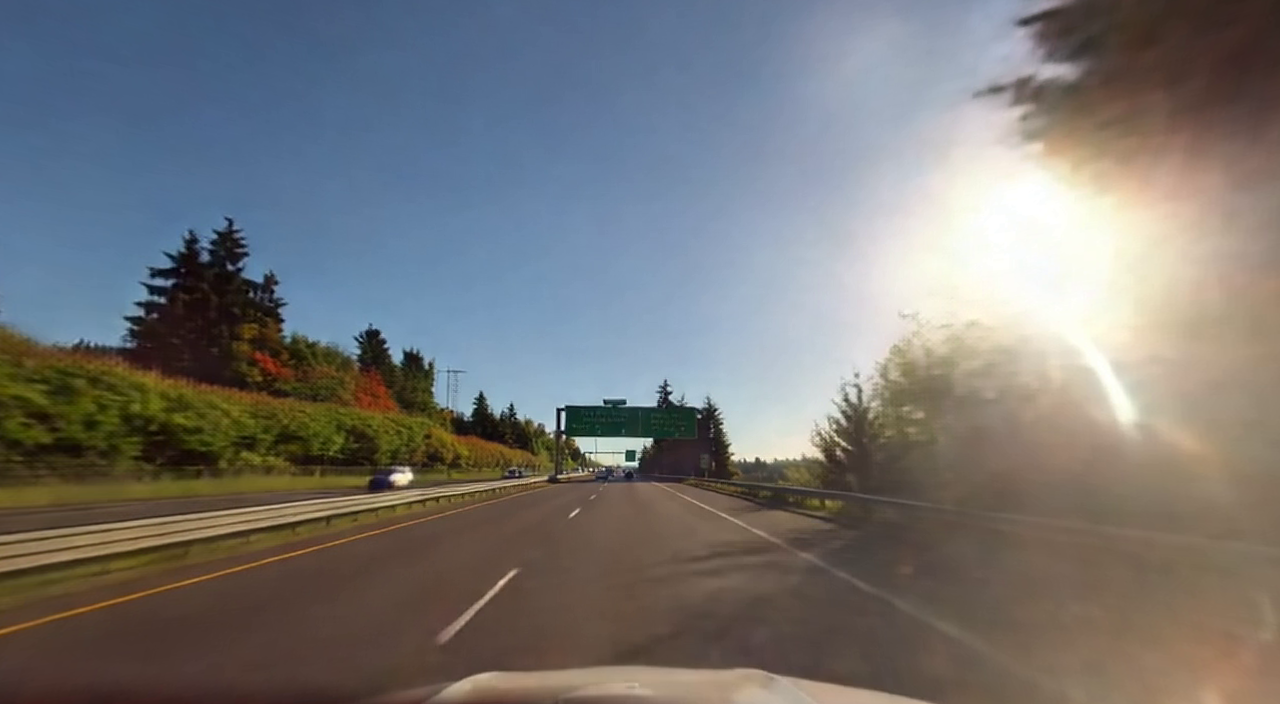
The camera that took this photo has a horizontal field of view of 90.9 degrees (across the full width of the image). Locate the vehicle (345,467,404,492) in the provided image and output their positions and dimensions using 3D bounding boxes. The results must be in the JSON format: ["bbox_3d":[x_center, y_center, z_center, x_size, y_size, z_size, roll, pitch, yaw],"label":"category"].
[{"bbox_3d":[-16.815,8.115,40.153,1.897,1.465,4.352,1,-11,-1],"label":"vehicle"}]
